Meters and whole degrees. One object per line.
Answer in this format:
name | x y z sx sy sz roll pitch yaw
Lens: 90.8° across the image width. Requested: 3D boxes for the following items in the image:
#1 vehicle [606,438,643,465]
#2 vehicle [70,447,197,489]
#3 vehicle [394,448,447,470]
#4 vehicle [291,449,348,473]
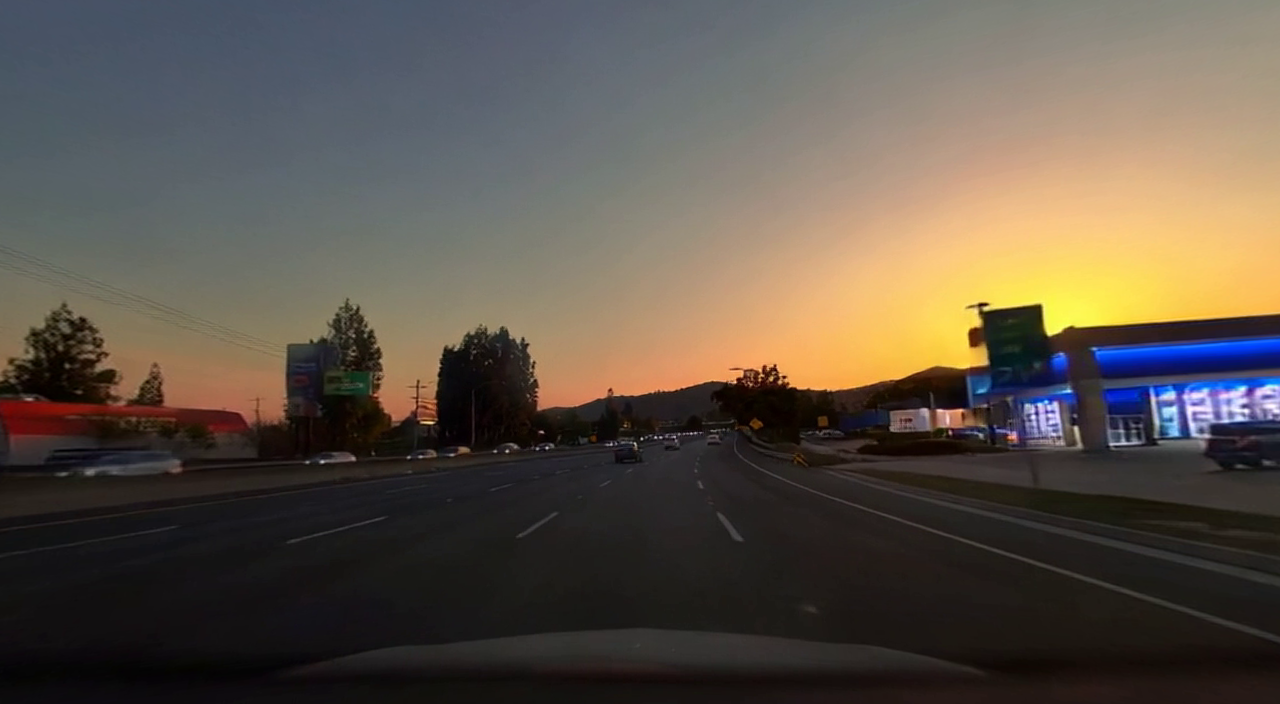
vehicle | -1.062 7.102 45.232 2.139 1.782 4.079 -1 -9 6
vehicle | -24.396 5.552 30.712 1.968 1.829 4.798 -1 -9 4
vehicle | -16.518 8.057 47.796 1.879 1.483 4.697 -1 -9 6
vehicle | -23.150 7.876 45.836 1.803 1.619 3.952 -1 -9 5
